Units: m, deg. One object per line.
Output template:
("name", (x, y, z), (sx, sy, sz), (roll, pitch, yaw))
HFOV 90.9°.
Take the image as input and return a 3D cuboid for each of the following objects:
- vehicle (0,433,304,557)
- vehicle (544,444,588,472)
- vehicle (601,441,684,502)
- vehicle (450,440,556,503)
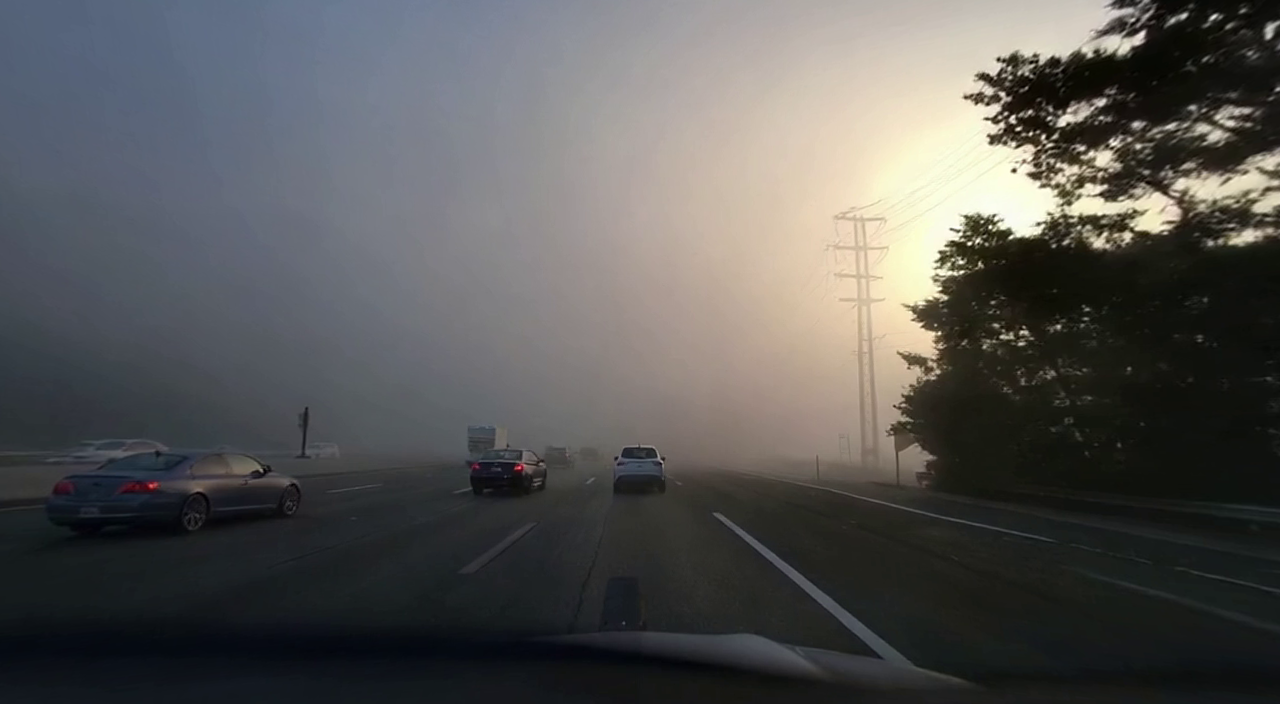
("vehicle", (-7.381, 2.032, 9.732), (1.867, 1.445, 4.499), (0, -9, 1))
("vehicle", (-4.068, 5.902, 35.279), (2.013, 1.437, 3.801), (0, -9, 0))
("vehicle", (-0.036, 3.246, 17.604), (2.018, 1.470, 4.491), (0, -9, -3))
("vehicle", (-3.506, 3.130, 16.967), (1.912, 1.464, 4.115), (0, -9, 0))
